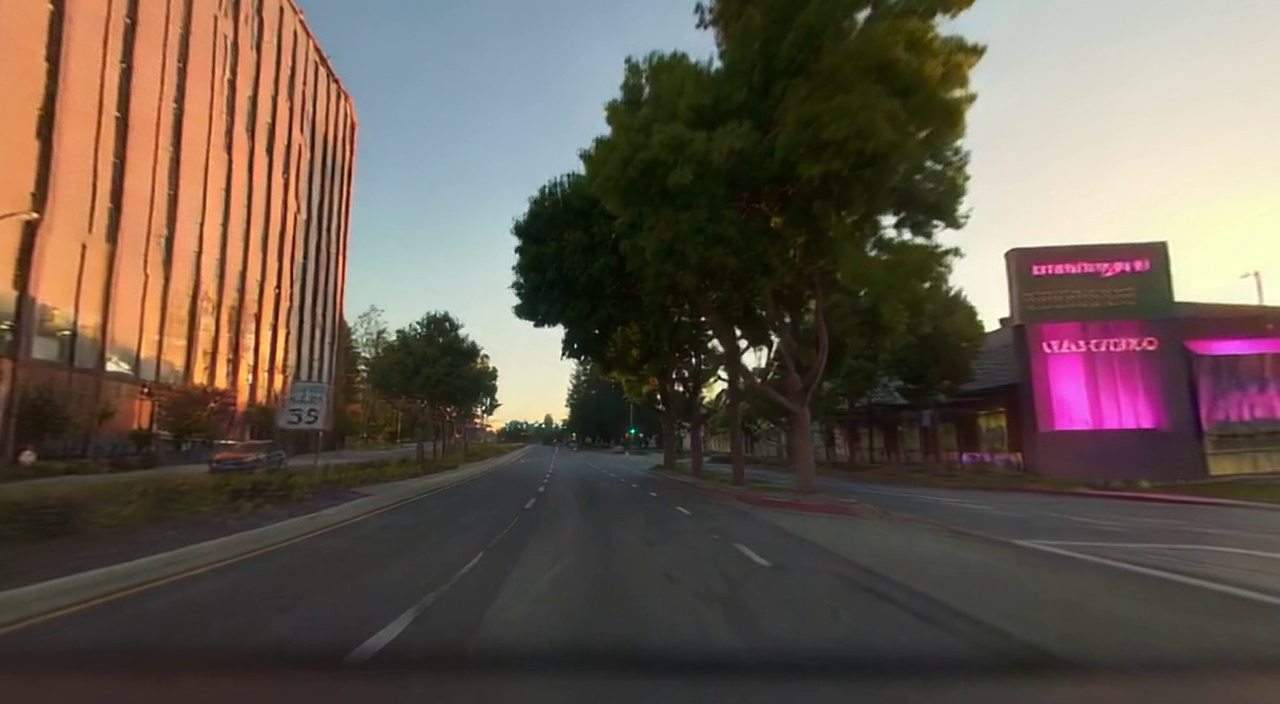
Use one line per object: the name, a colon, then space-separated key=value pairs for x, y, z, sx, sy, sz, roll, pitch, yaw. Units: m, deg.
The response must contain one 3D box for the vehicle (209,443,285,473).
vehicle: x=-22.695 y=6.111 z=36.639 sx=1.954 sy=1.577 sz=4.590 roll=1 pitch=-9 yaw=-8
